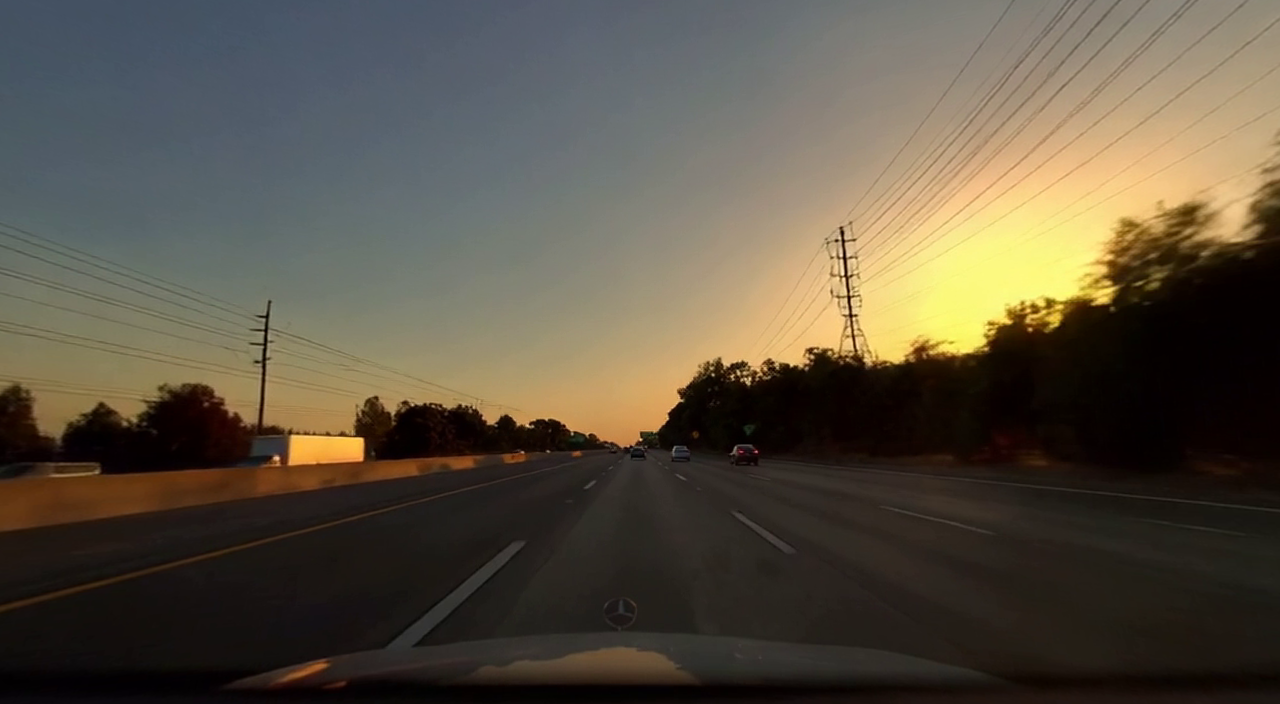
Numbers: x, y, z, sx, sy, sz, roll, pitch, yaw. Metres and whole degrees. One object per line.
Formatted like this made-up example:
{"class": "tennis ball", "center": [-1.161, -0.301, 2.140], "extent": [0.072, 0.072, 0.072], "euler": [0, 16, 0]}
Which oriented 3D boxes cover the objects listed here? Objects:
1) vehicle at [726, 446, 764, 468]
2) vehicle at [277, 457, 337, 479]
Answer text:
{"class": "vehicle", "center": [7.227, 7.258, 43.759], "extent": [1.817, 1.440, 4.075], "euler": [0, -9, -2]}
{"class": "vehicle", "center": [-25.227, 8.750, 48.002], "extent": [2.340, 1.509, 4.076], "euler": [0, -9, 0]}
